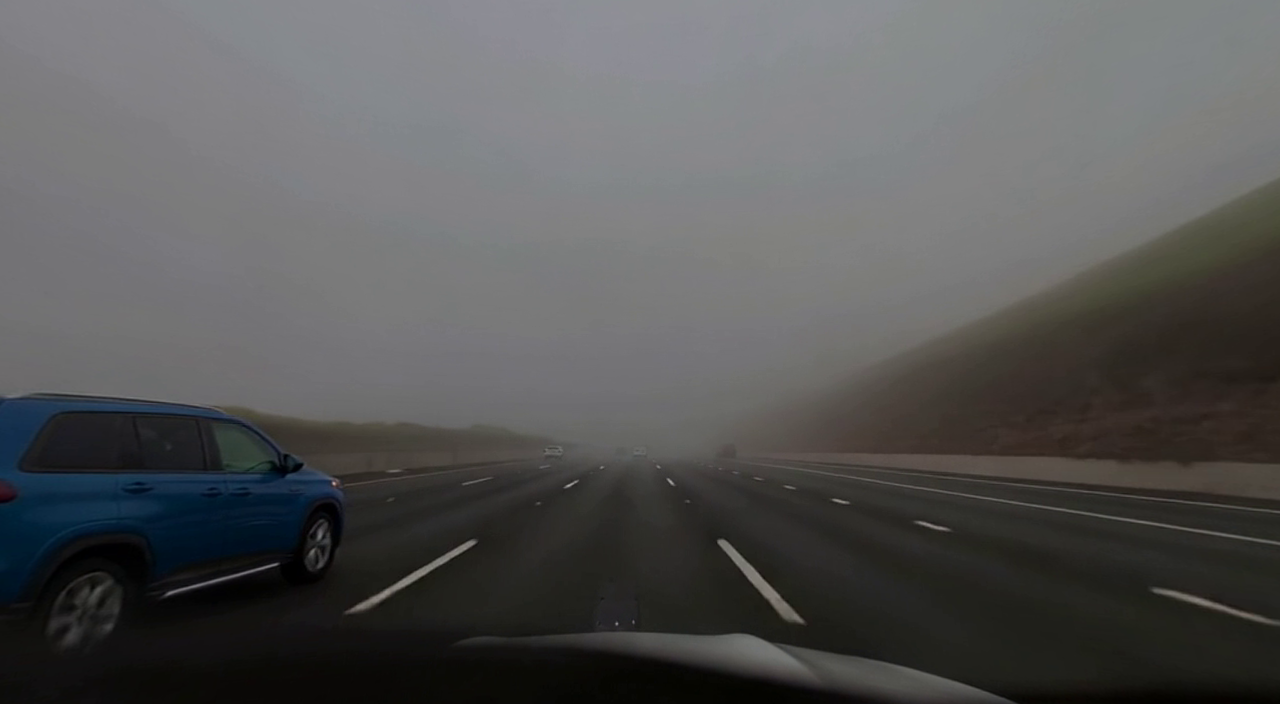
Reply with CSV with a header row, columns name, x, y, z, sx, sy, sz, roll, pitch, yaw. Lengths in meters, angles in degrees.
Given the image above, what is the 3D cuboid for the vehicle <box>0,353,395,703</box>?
name,x,y,z,sx,sy,sz,roll,pitch,yaw
vehicle,-3.880,1.186,4.911,2.047,1.715,4.689,0,-9,0
